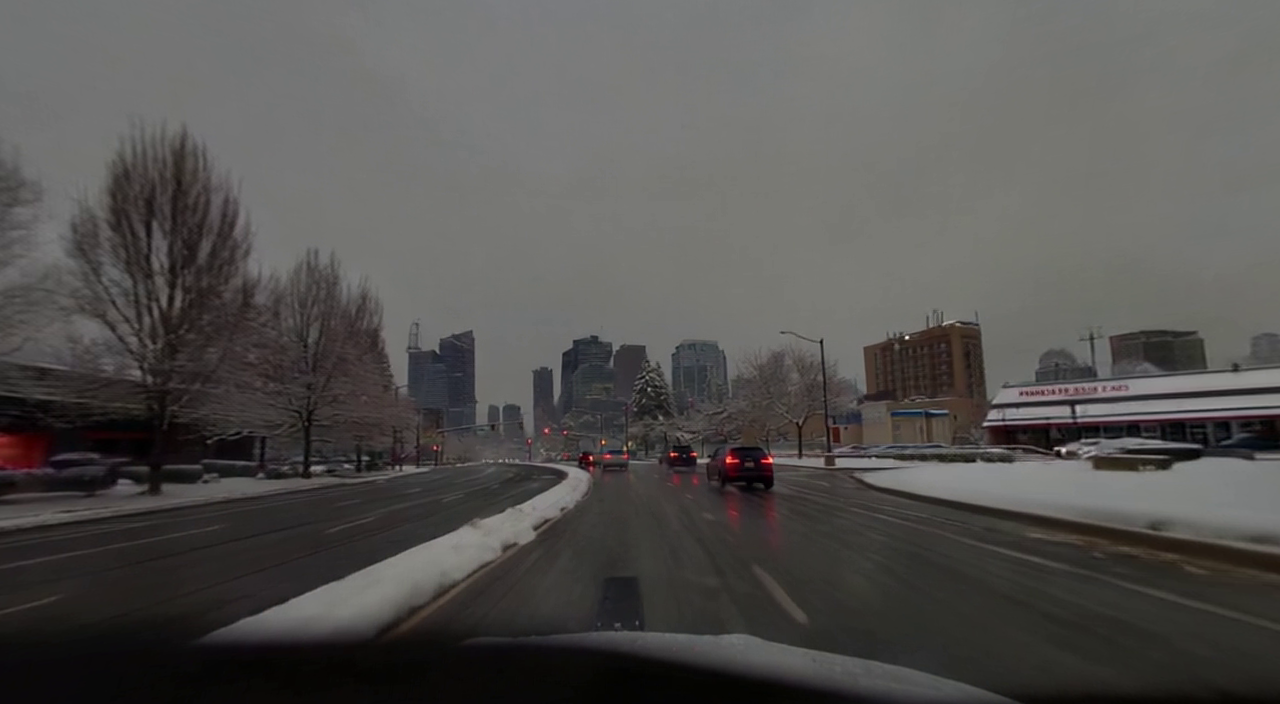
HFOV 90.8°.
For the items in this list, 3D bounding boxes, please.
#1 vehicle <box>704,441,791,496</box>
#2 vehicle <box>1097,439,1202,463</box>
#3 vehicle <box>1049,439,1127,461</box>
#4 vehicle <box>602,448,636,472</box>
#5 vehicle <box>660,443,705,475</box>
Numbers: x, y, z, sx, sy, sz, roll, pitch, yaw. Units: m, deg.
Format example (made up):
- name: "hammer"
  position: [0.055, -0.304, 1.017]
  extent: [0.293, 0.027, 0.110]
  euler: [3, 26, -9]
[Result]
- name: "vehicle"
  position: [3.353, 3.742, 20.579]
  extent: [1.966, 1.596, 3.980]
  euler: [0, -9, -3]
- name: "vehicle"
  position: [32.465, 6.323, 40.341]
  extent: [4.860, 1.461, 2.041]
  euler: [0, -9, 0]
- name: "vehicle"
  position: [32.573, 7.134, 46.001]
  extent: [4.032, 1.560, 2.059]
  euler: [0, -9, -2]
- name: "vehicle"
  position: [-1.505, 7.472, 43.899]
  extent: [2.068, 1.512, 3.987]
  euler: [1, -9, -6]
- name: "vehicle"
  position: [2.451, 6.329, 37.544]
  extent: [2.046, 1.768, 4.370]
  euler: [1, -9, -5]
